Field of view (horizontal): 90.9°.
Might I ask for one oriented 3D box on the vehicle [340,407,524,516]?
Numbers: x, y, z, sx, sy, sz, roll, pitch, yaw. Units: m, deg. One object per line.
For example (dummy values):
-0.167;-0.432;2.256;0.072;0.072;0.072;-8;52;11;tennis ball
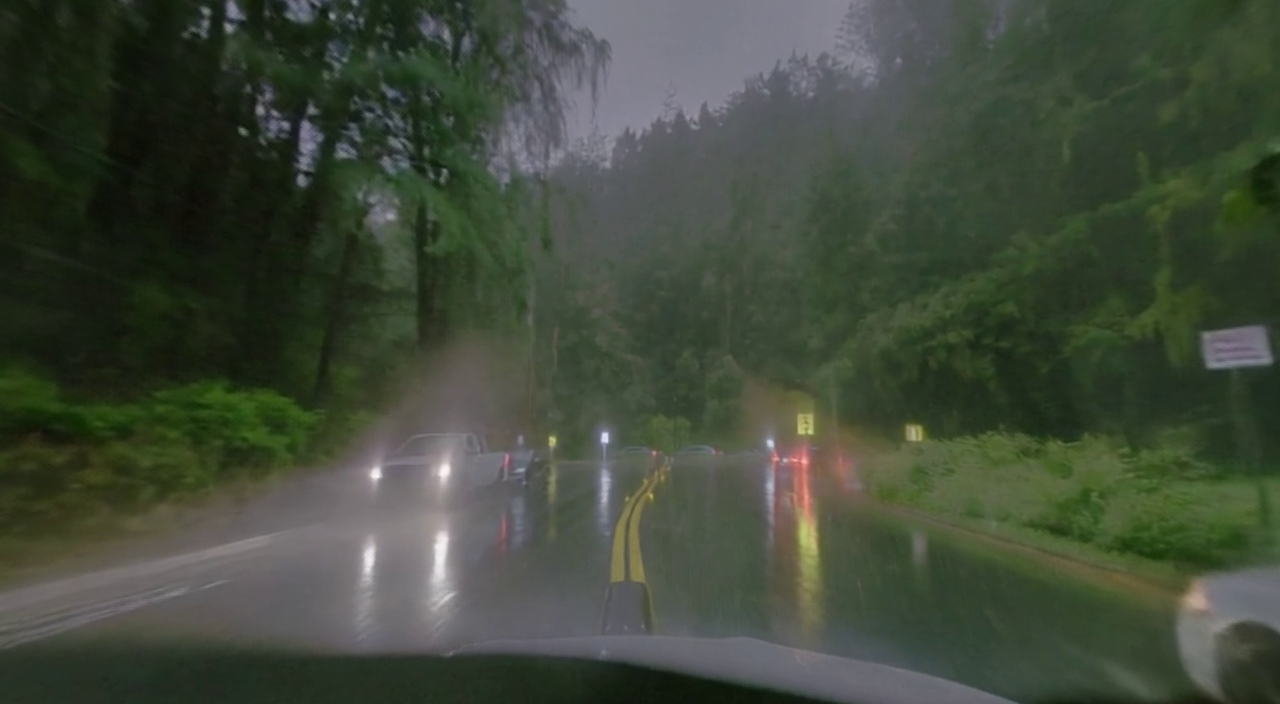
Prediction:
-5.134;2.996;16.682;2.583;2.167;5.667;-6;-12;4;vehicle
